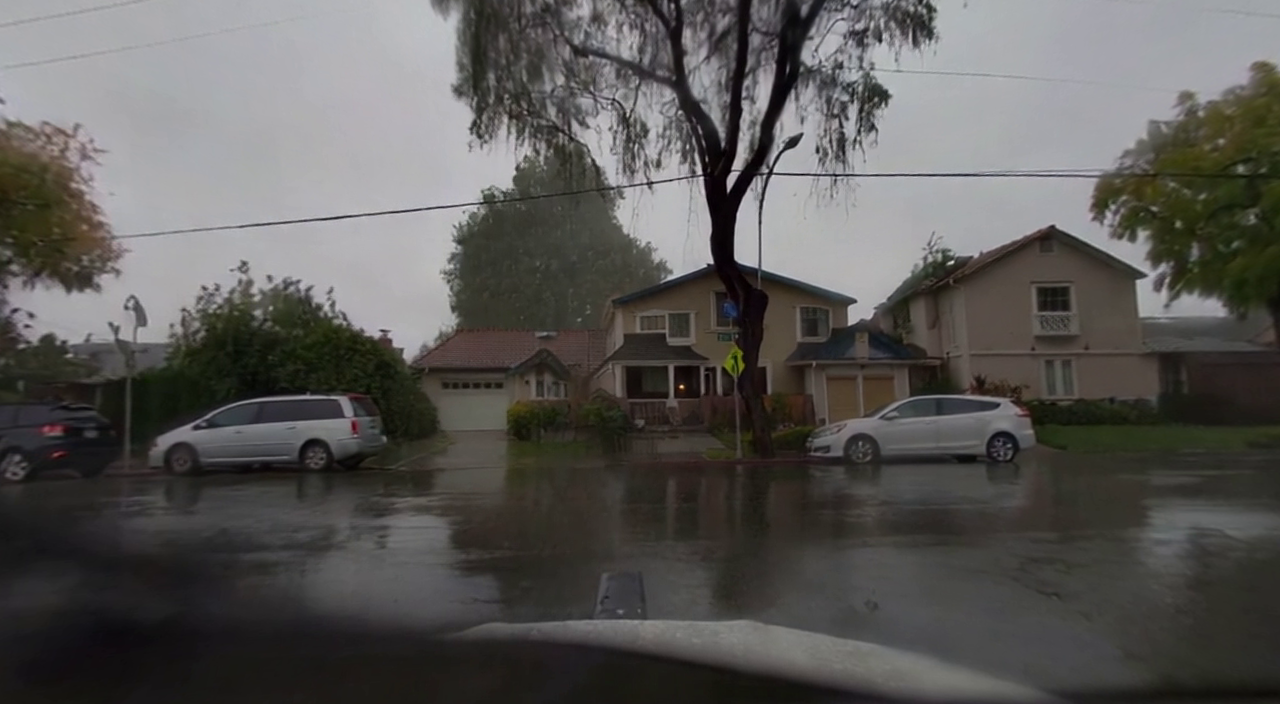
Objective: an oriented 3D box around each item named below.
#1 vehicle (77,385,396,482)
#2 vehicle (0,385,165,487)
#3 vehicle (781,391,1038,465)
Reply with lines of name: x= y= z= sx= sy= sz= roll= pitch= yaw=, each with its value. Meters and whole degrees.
vehicle: x=-7.714 y=1.608 z=12.531 sx=4.943 sy=1.731 sz=1.877 roll=0 pitch=-8 yaw=-2
vehicle: x=-12.451 y=1.700 z=12.678 sx=4.259 sy=1.878 sz=1.842 roll=0 pitch=-8 yaw=-1
vehicle: x=5.376 y=1.574 z=13.030 sx=4.469 sy=1.391 sz=1.746 roll=0 pitch=-8 yaw=-2
